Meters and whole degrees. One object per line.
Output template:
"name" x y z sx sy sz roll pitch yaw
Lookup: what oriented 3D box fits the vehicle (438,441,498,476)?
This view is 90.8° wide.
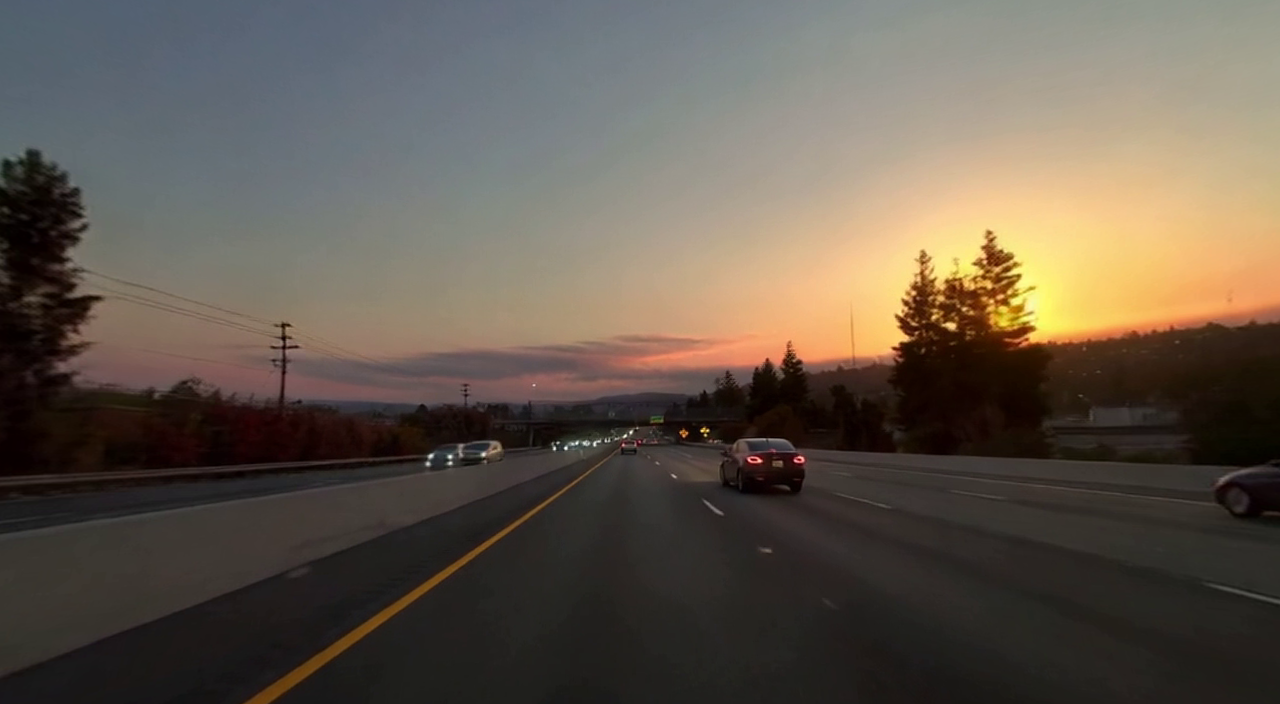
"vehicle" -8.078 4.997 30.038 1.787 1.527 3.878 0 -8 0

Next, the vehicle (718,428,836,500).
"vehicle" 3.366 2.844 16.401 2.018 1.600 4.121 0 -9 -2
